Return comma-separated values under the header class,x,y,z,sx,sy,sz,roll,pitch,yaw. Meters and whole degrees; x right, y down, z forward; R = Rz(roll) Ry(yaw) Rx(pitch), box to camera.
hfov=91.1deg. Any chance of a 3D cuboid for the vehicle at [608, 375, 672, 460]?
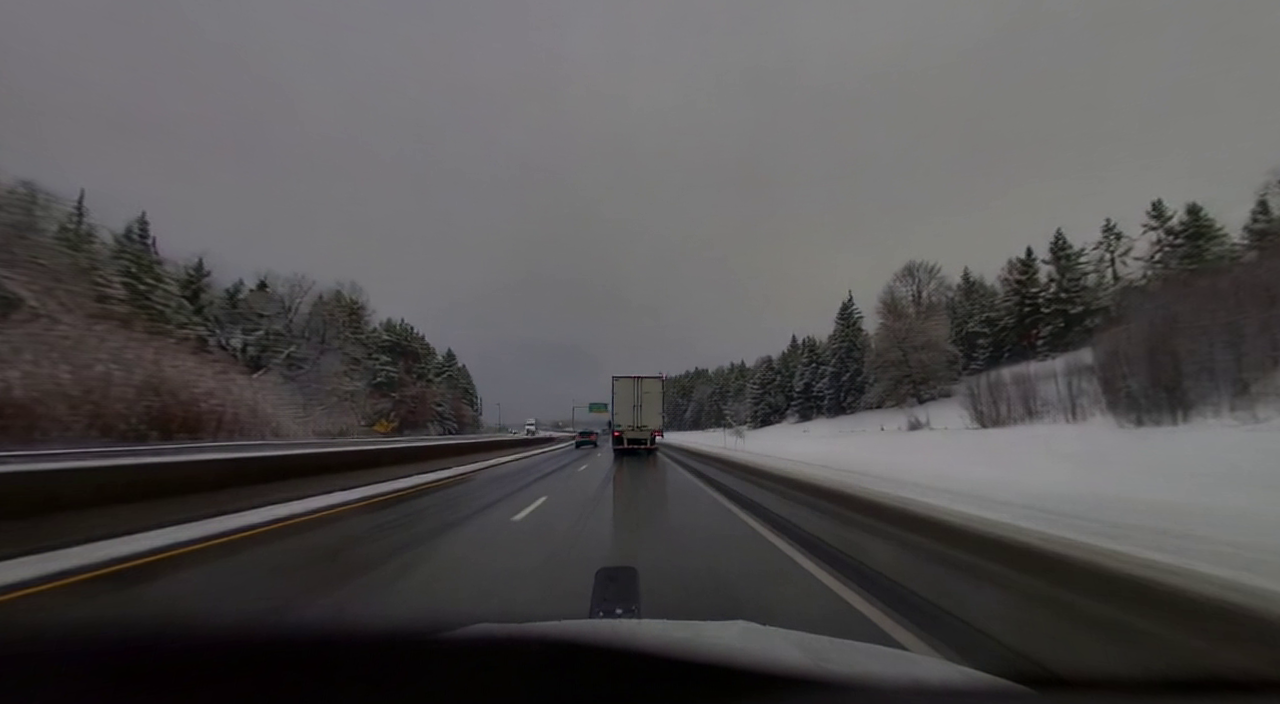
class,x,y,z,sx,sy,sz,roll,pitch,yaw
vehicle,-0.153,3.884,35.690,3.013,4.016,11.496,0,-8,-2
